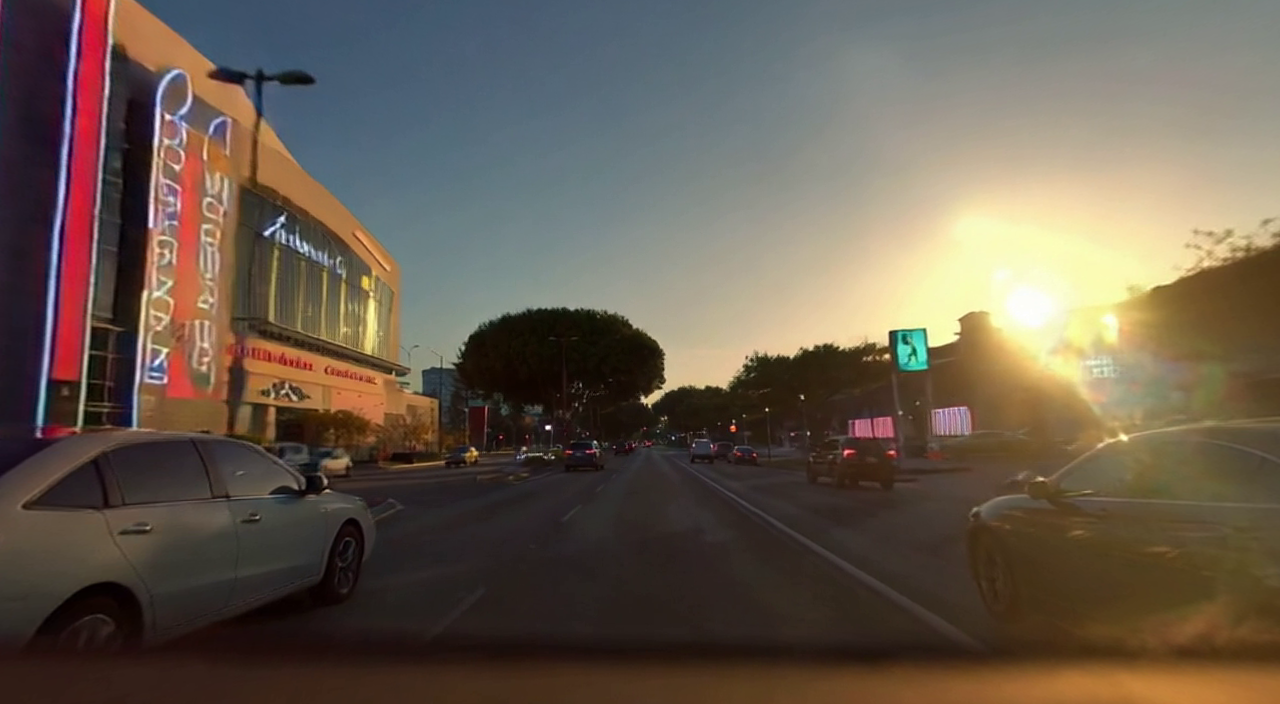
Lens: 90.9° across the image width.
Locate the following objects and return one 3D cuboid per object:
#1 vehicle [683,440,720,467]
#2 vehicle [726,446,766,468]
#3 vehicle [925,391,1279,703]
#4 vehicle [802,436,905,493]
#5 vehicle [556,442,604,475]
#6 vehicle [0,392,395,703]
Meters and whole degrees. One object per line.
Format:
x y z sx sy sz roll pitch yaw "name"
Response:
4.166 6.906 43.116 2.007 1.683 4.171 0 -8 -1 "vehicle"
7.630 7.579 45.777 1.976 1.469 4.576 0 -8 -2 "vehicle"
3.342 0.975 2.842 1.981 1.499 4.536 0 -8 0 "vehicle"
7.509 3.981 22.716 2.003 1.789 4.718 0 -8 0 "vehicle"
-2.917 5.281 31.589 1.917 1.511 4.436 0 -8 1 "vehicle"
-3.511 1.089 3.583 2.155 1.504 4.776 -1 -8 2 "vehicle"
